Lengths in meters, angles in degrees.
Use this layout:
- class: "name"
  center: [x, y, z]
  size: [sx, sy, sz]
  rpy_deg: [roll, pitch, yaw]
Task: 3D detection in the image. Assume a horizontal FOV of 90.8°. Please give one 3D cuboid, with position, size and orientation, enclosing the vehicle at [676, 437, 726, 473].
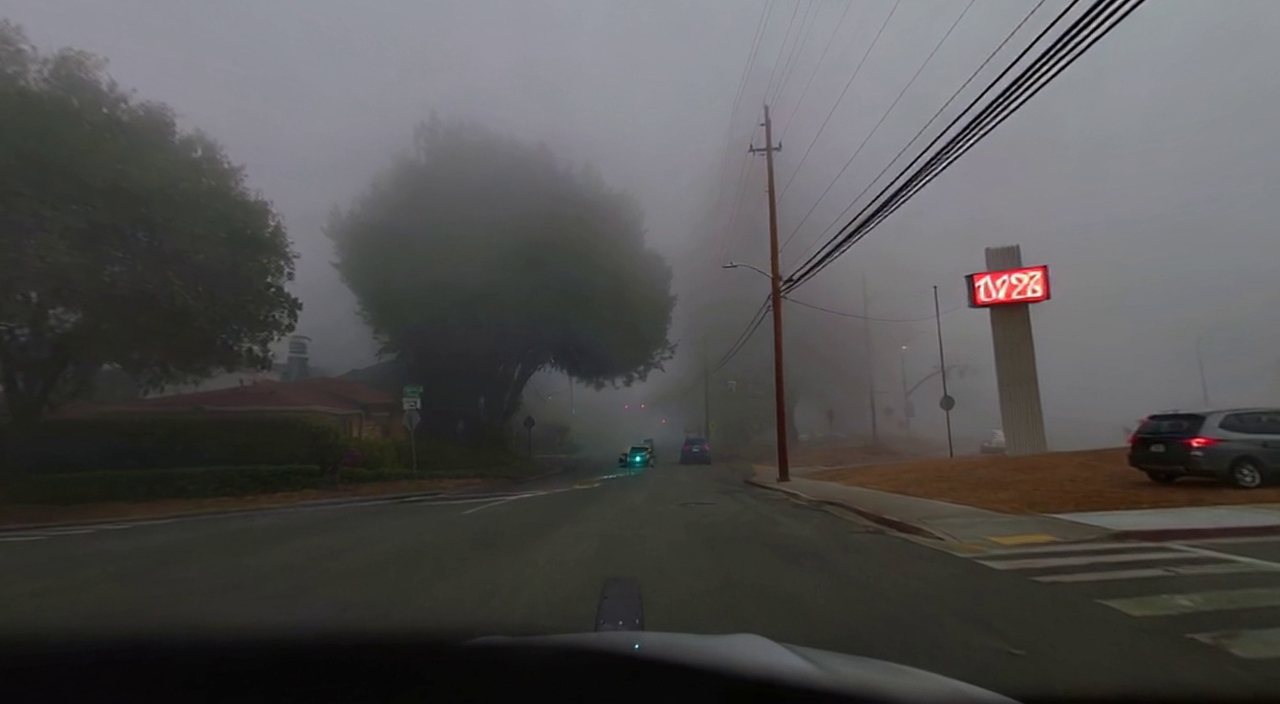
- class: "vehicle"
  center: [3.514, 5.808, 35.943]
  size: [2.553, 1.868, 5.536]
  rpy_deg: [-1, -9, 6]

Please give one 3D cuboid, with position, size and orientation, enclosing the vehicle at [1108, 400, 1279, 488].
- class: "vehicle"
  center: [13.357, 1.996, 13.814]
  size: [4.518, 1.764, 2.014]
  rpy_deg: [-1, -8, 3]

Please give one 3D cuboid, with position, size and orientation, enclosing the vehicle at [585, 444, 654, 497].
- class: "vehicle"
  center: [-0.606, 3.536, 19.298]
  size: [1.874, 1.427, 3.976]
  rpy_deg: [0, -8, -2]
